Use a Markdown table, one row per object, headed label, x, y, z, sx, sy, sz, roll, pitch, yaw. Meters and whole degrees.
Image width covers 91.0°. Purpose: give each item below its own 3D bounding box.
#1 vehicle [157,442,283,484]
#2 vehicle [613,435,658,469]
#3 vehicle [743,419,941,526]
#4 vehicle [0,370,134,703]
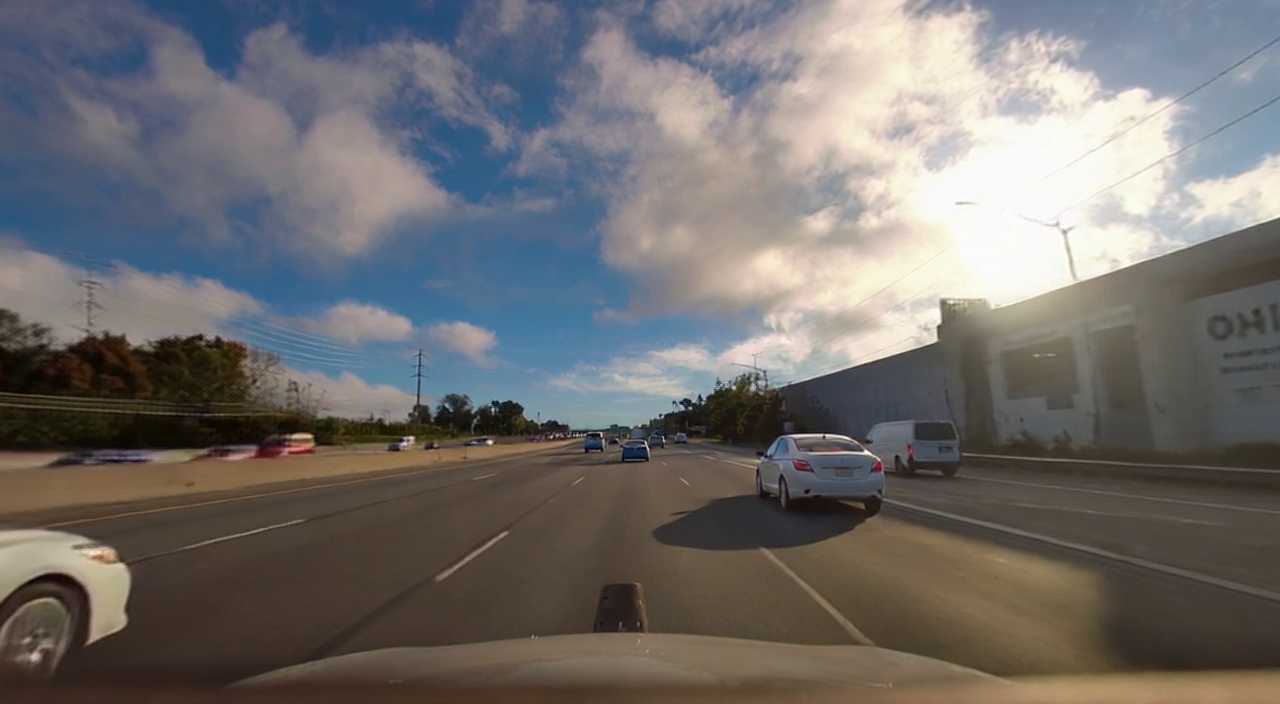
| label | x | y | z | sx | sy | sz | roll | pitch | yaw |
| --- | --- | --- | --- | --- | --- | --- | --- | --- | --- |
| vehicle | -16.379 | 4.328 | 24.862 | 1.864 | 1.495 | 4.411 | 0 | -8 | 1 |
| vehicle | -0.231 | 4.789 | 30.264 | 2.019 | 1.472 | 3.971 | 0 | -8 | -1 |
| vehicle | 3.308 | 2.088 | 11.438 | 1.995 | 1.533 | 4.463 | 0 | -8 | -2 |
| vehicle | -4.190 | 0.653 | 1.477 | 2.251 | 1.575 | 4.488 | 0 | -8 | 0 |
